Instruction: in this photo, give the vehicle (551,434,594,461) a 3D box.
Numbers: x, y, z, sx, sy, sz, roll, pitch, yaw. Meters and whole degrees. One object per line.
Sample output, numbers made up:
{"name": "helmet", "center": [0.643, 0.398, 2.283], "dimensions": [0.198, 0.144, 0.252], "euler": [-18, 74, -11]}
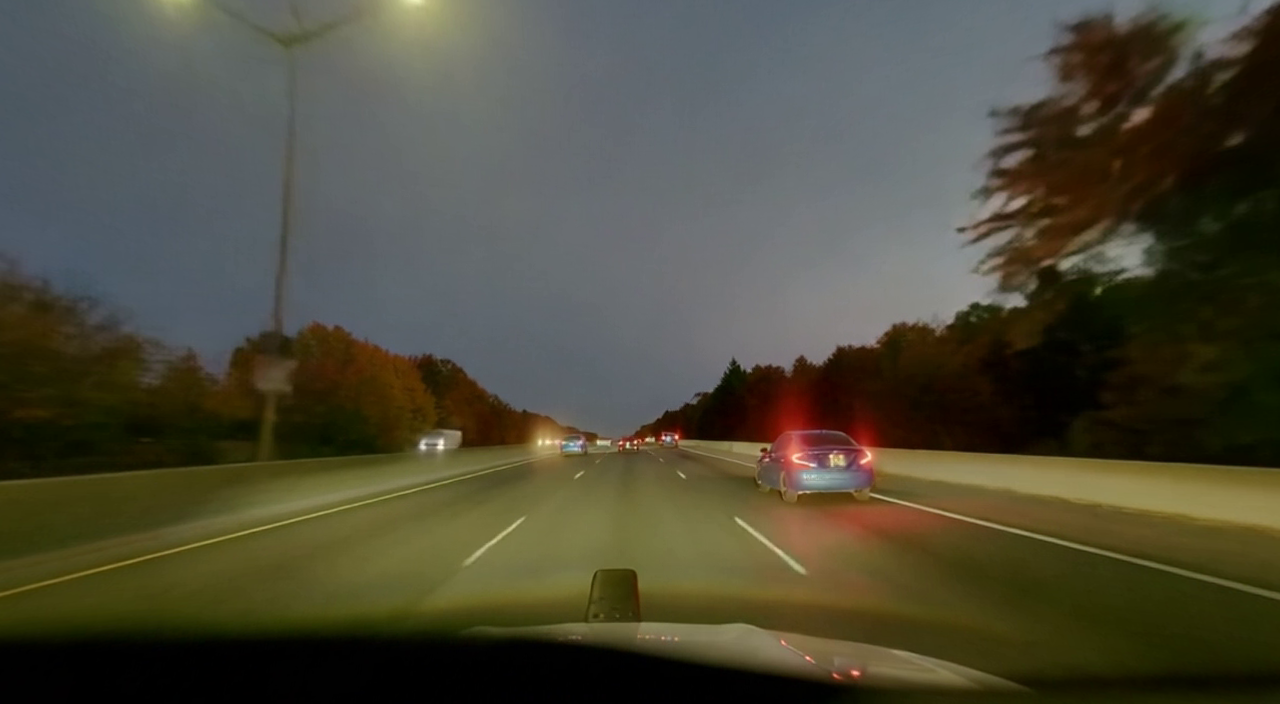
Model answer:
{"name": "vehicle", "center": [-3.981, 5.693, 37.680], "dimensions": [2.103, 1.507, 4.367], "euler": [0, -8, 0]}
